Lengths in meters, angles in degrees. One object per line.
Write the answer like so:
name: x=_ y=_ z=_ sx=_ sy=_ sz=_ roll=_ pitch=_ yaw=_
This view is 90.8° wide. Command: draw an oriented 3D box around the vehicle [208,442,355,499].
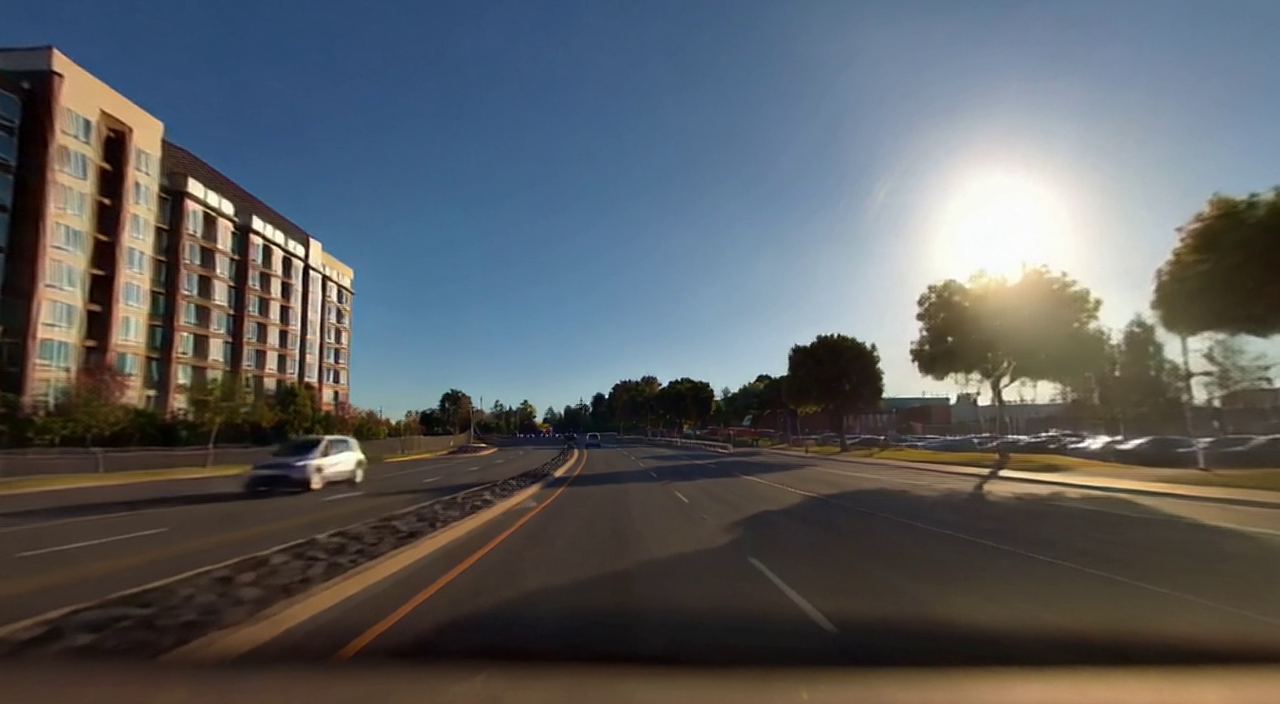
vehicle: x=-10.548 y=3.496 z=19.038 sx=1.963 sy=1.518 sz=4.278 roll=0 pitch=-9 yaw=-1

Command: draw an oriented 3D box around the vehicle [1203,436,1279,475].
vehicle: x=26.840 y=4.316 z=26.517 sx=4.442 sy=1.557 sz=1.924 roll=0 pitch=-9 yaw=1
